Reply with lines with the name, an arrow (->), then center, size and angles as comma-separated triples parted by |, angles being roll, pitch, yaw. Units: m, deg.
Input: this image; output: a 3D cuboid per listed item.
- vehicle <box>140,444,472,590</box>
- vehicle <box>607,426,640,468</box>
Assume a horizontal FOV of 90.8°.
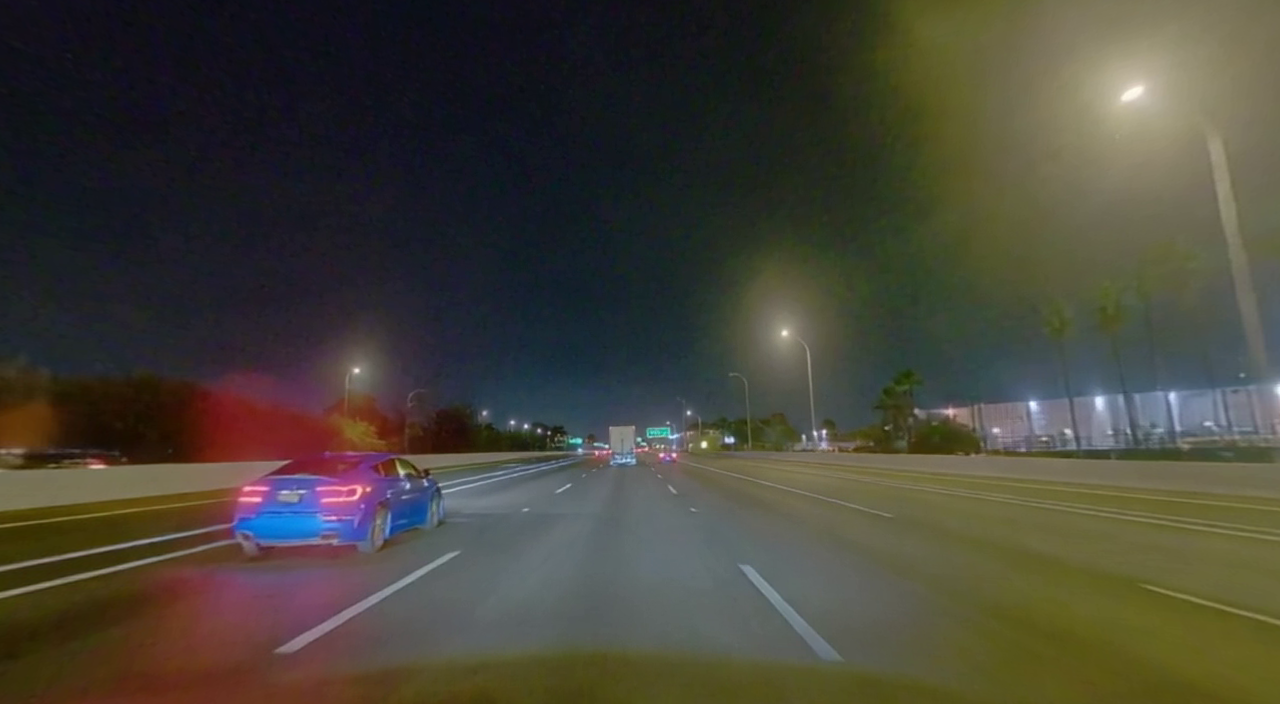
vehicle -> -3.931, 1.981, 8.531 | 2.097, 1.447, 4.291 | 0, -9, 1
vehicle -> -1.252, 7.275, 48.439 | 2.364, 2.953, 6.495 | 0, -9, -2
